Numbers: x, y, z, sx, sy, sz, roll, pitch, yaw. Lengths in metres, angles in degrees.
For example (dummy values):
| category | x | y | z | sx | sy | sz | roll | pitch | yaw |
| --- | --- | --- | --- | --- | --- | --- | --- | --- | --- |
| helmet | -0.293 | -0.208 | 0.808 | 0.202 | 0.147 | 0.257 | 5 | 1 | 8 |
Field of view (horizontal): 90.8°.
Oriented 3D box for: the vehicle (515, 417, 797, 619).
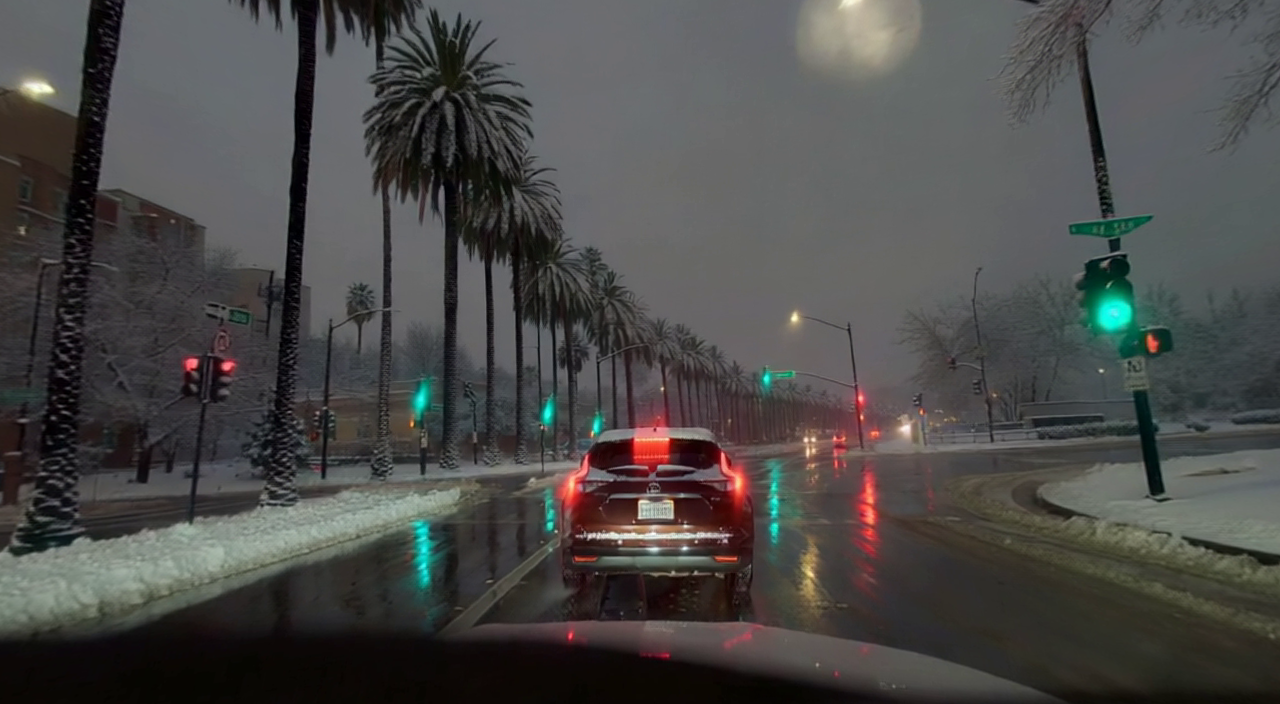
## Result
| category | x | y | z | sx | sy | sz | roll | pitch | yaw |
| --- | --- | --- | --- | --- | --- | --- | --- | --- | --- |
| vehicle | 0.144 | 1.552 | 6.822 | 2.096 | 1.492 | 4.071 | 0 | -9 | 1 |
